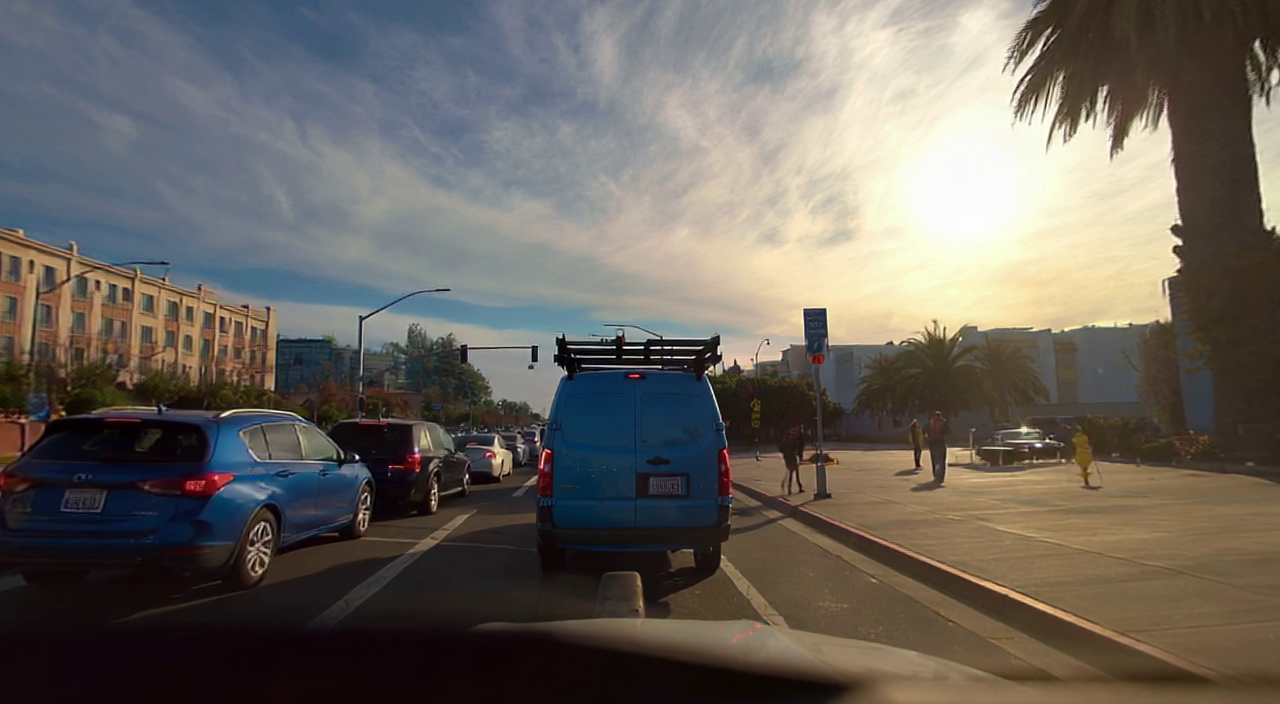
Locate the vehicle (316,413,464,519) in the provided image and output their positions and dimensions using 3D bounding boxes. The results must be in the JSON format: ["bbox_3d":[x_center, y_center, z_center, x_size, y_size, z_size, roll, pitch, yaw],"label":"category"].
[{"bbox_3d":[-5.185,2.423,13.910,2.089,1.854,5.022,2,-9,-11],"label":"vehicle"}]

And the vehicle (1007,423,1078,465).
[{"bbox_3d":[15.822,3.616,24.734,2.048,1.475,3.972,-6,-10,34],"label":"vehicle"}]

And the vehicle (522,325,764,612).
[{"bbox_3d":[-0.185,1.219,7.198,1.902,2.238,4.263,1,-9,-6],"label":"vehicle"}]

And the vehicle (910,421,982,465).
[{"bbox_3d":[12.678,3.764,26.058,2.046,1.675,3.924,-6,-10,33],"label":"vehicle"}]

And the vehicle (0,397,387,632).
[{"bbox_3d":[-4.376,1.470,6.689,1.986,1.643,4.315,1,-9,-6],"label":"vehicle"}]

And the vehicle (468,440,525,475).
[{"bbox_3d":[-6.804,4.896,29.600,1.818,1.479,4.428,4,-9,-22],"label":"vehicle"}]
